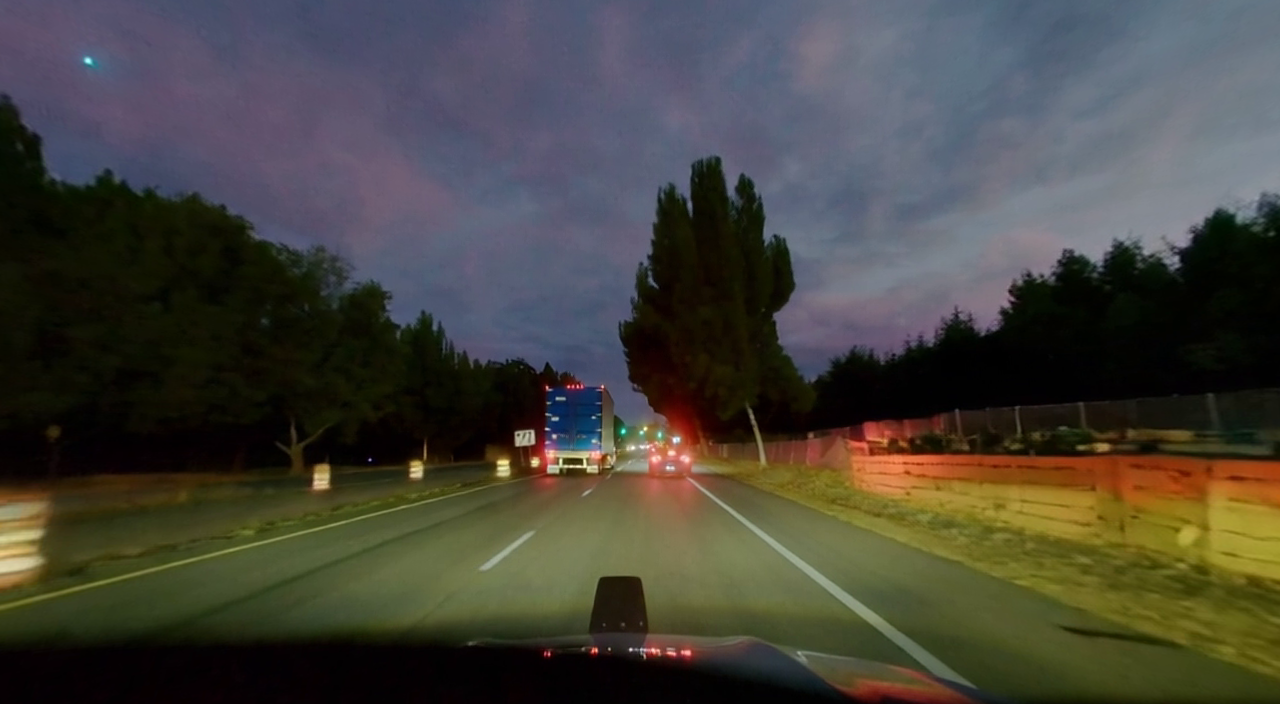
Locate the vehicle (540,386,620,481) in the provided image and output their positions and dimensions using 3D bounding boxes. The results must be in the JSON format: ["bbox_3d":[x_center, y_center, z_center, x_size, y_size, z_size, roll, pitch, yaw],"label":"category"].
[{"bbox_3d":[-2.835,4.697,35.307,2.906,4.115,15.715,0,-9,0],"label":"vehicle"}]

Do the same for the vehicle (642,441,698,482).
[{"bbox_3d":[1.257,4.844,28.279,2.304,1.675,4.462,0,-9,0],"label":"vehicle"}]
